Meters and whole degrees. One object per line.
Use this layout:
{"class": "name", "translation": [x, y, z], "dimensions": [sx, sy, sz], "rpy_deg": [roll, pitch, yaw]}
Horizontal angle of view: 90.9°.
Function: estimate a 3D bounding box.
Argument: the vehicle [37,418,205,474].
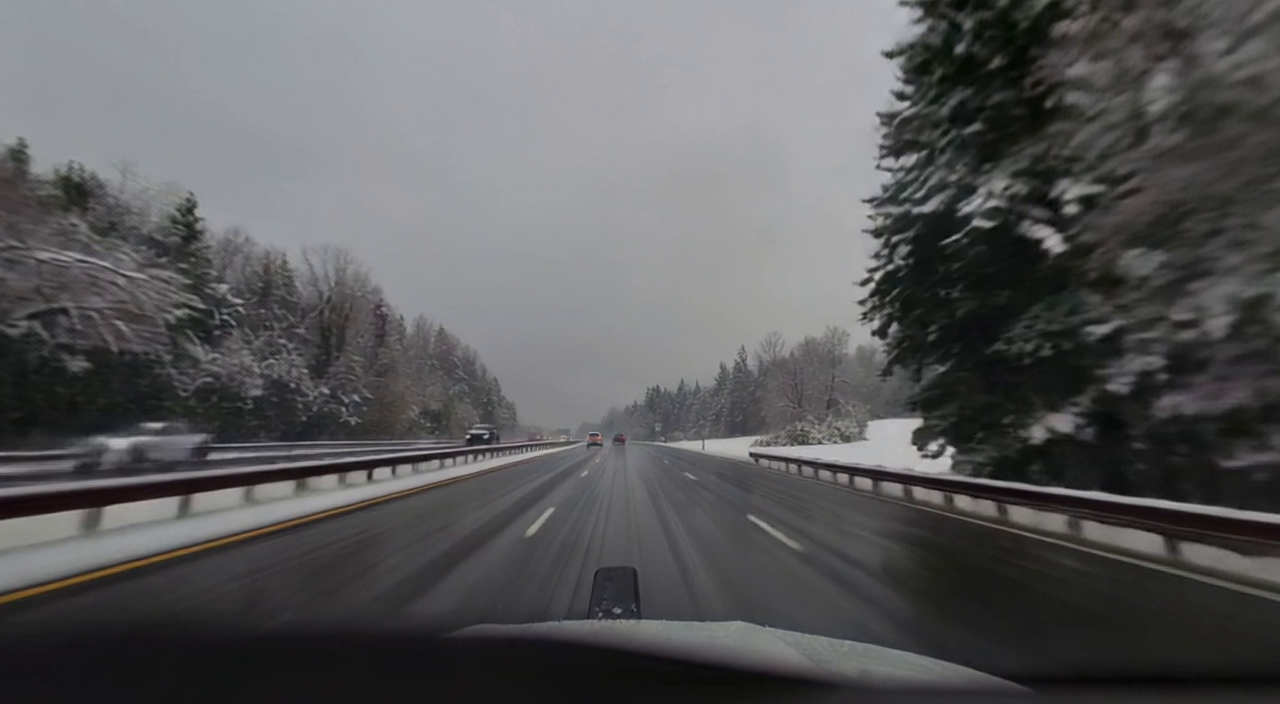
{"class": "vehicle", "translation": [-17.168, 3.129, 21.193], "dimensions": [1.880, 1.643, 4.441], "rpy_deg": [0, -8, -1]}
